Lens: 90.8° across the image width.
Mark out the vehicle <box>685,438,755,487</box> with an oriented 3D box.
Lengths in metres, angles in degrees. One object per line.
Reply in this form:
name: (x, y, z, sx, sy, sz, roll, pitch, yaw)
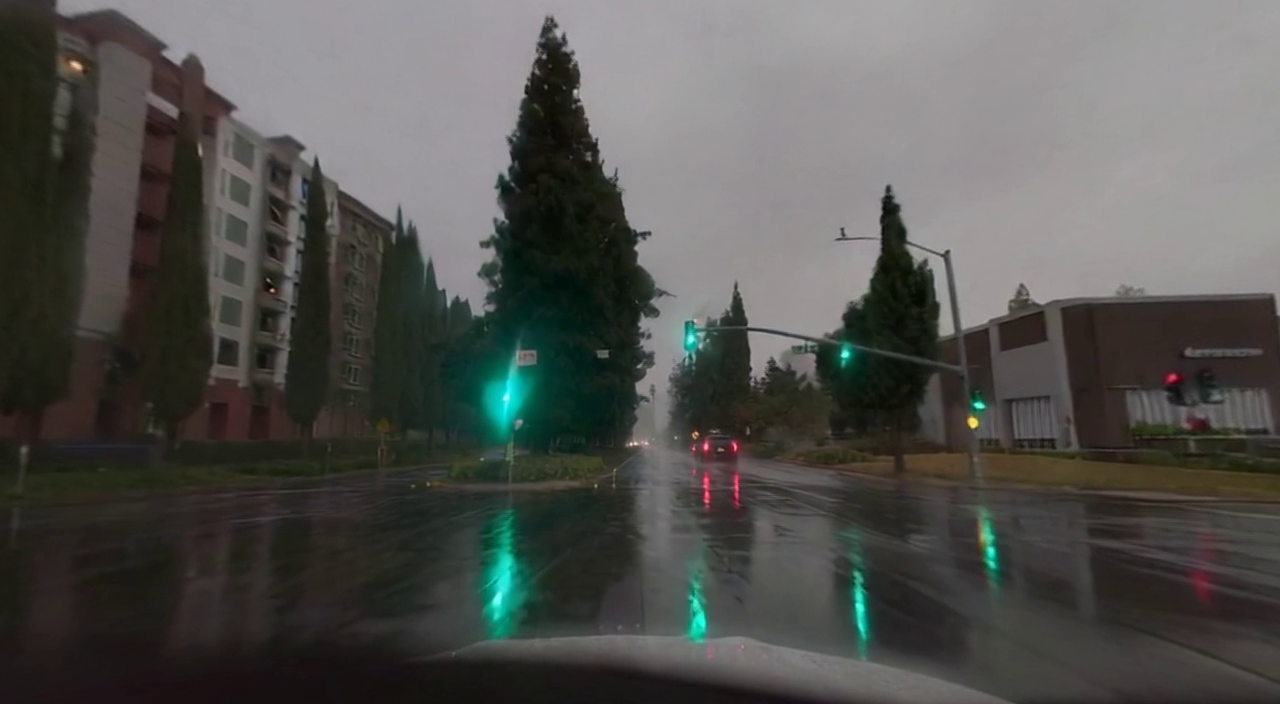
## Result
vehicle: (3.144, 4.458, 25.858, 2.095, 1.759, 4.862, 0, -9, -2)
